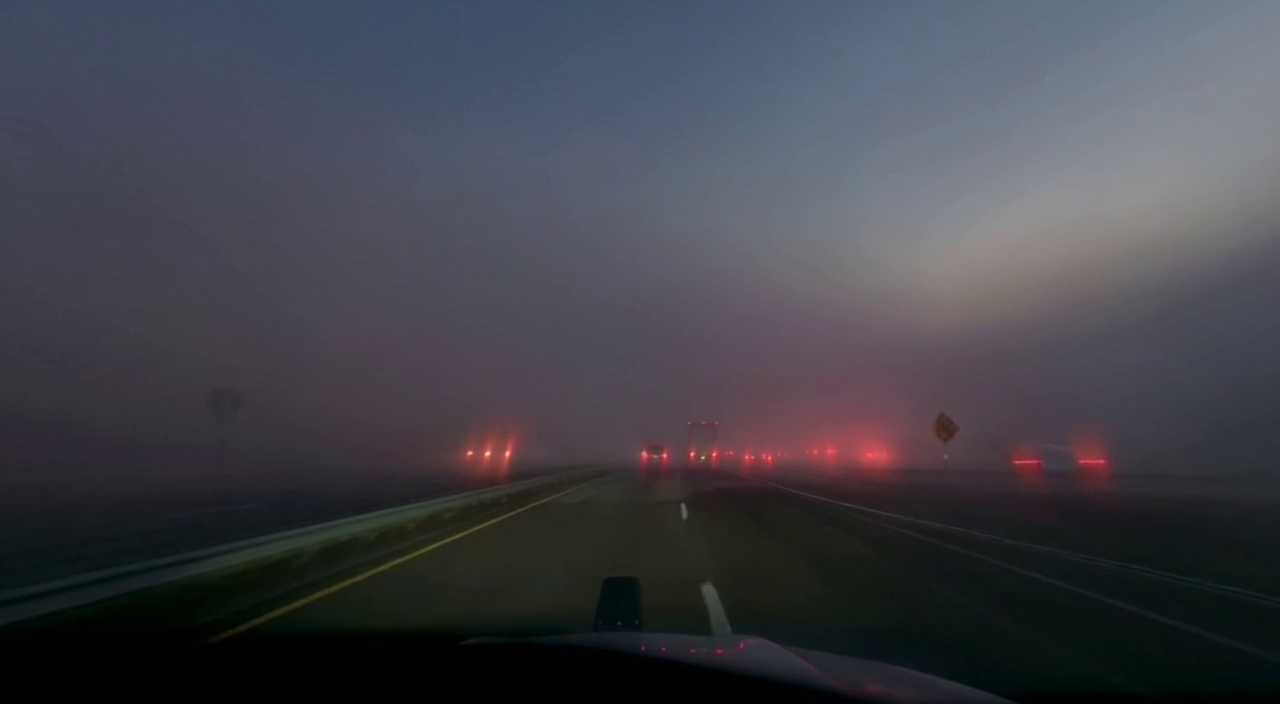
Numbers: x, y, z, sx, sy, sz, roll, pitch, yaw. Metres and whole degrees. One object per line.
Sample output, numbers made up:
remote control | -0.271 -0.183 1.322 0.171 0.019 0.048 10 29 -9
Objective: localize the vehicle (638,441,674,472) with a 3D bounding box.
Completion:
vehicle | 1.165 7.336 44.368 2.271 2.049 4.894 -1 -9 4
